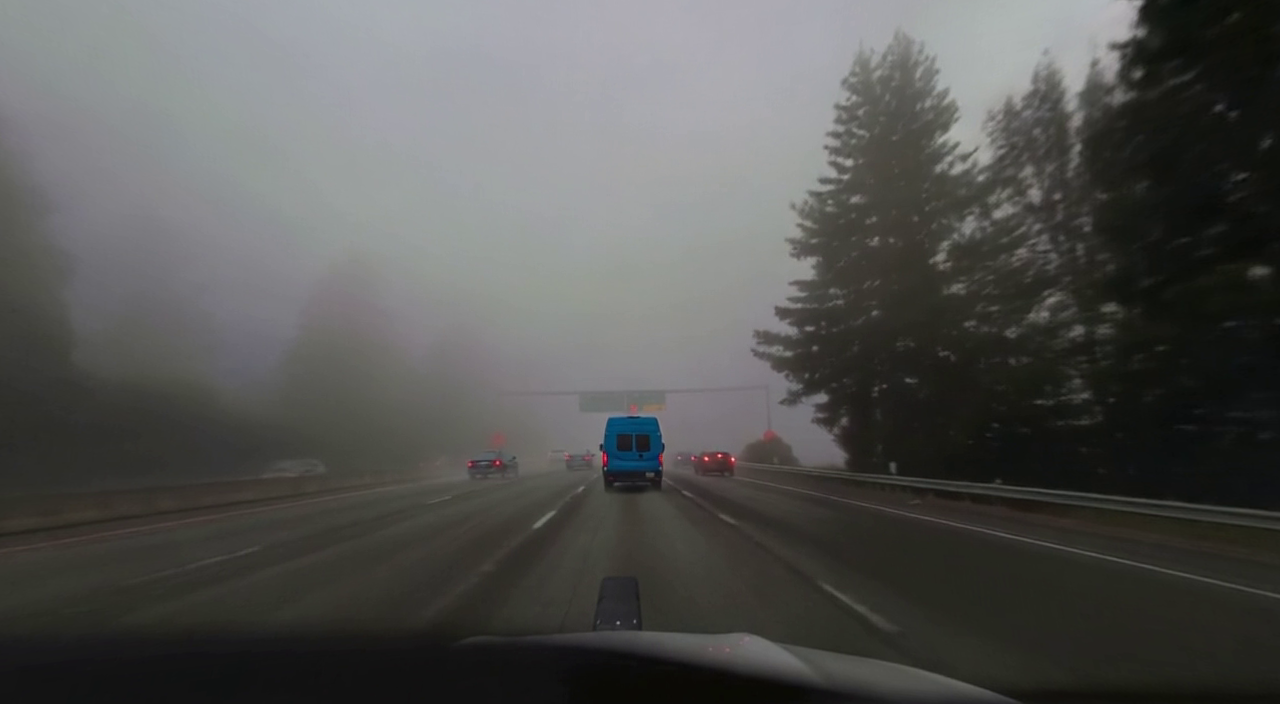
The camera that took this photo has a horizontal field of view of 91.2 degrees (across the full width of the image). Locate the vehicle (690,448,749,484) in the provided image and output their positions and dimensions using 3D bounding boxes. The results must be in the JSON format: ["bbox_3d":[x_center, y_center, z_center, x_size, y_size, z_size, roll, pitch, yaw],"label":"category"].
[{"bbox_3d":[3.506,5.130,28.502,2.015,1.491,4.732,0,-9,-1],"label":"vehicle"}]

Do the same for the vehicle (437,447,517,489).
[{"bbox_3d":[-6.492,4.669,25.519,2.003,1.498,4.386,-1,-9,1],"label":"vehicle"}]

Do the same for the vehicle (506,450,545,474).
[{"bbox_3d":[-7.651,7.388,42.237,2.026,1.506,4.102,0,-9,-2],"label":"vehicle"}]

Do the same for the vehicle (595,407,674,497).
[{"bbox_3d":[-0.245,3.303,20.788,2.268,2.551,5.144,0,-9,-2],"label":"vehicle"}]
